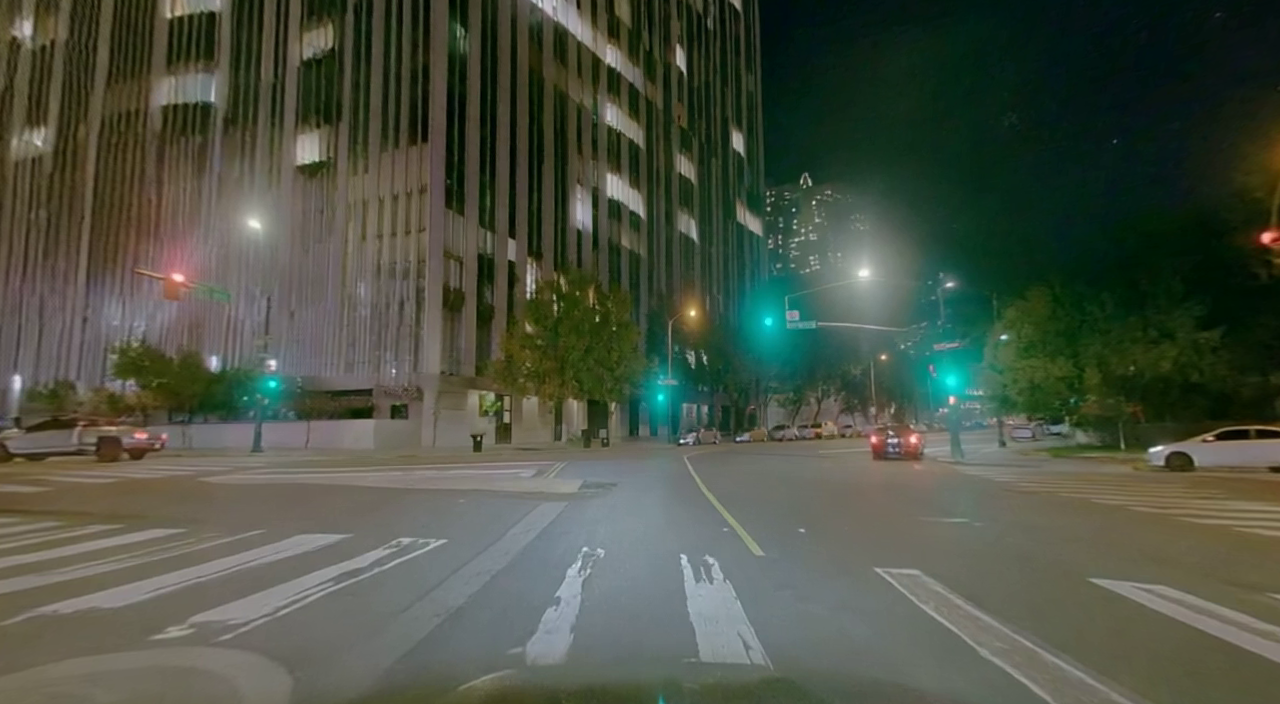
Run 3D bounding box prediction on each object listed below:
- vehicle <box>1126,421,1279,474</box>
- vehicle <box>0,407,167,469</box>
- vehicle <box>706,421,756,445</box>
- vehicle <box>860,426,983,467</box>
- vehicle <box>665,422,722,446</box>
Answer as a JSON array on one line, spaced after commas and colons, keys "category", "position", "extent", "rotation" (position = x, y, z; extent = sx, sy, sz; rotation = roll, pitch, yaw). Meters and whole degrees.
[{"category": "vehicle", "position": [17.975, 2.918, 19.247], "extent": [4.741, 1.476, 2.042], "rotation": [-7, -11, 40]}, {"category": "vehicle", "position": [-19.333, 2.785, 20.354], "extent": [5.978, 1.852, 2.304], "rotation": [1, -8, -7]}, {"category": "vehicle", "position": [5.789, 5.144, 39.730], "extent": [1.852, 1.465, 4.092], "rotation": [-4, -9, 28]}, {"category": "vehicle", "position": [11.113, 3.782, 25.329], "extent": [2.148, 1.488, 4.508], "rotation": [2, -9, -13]}, {"category": "vehicle", "position": [3.871, 5.897, 45.274], "extent": [1.922, 1.628, 4.291], "rotation": [-7, -11, 40]}]
